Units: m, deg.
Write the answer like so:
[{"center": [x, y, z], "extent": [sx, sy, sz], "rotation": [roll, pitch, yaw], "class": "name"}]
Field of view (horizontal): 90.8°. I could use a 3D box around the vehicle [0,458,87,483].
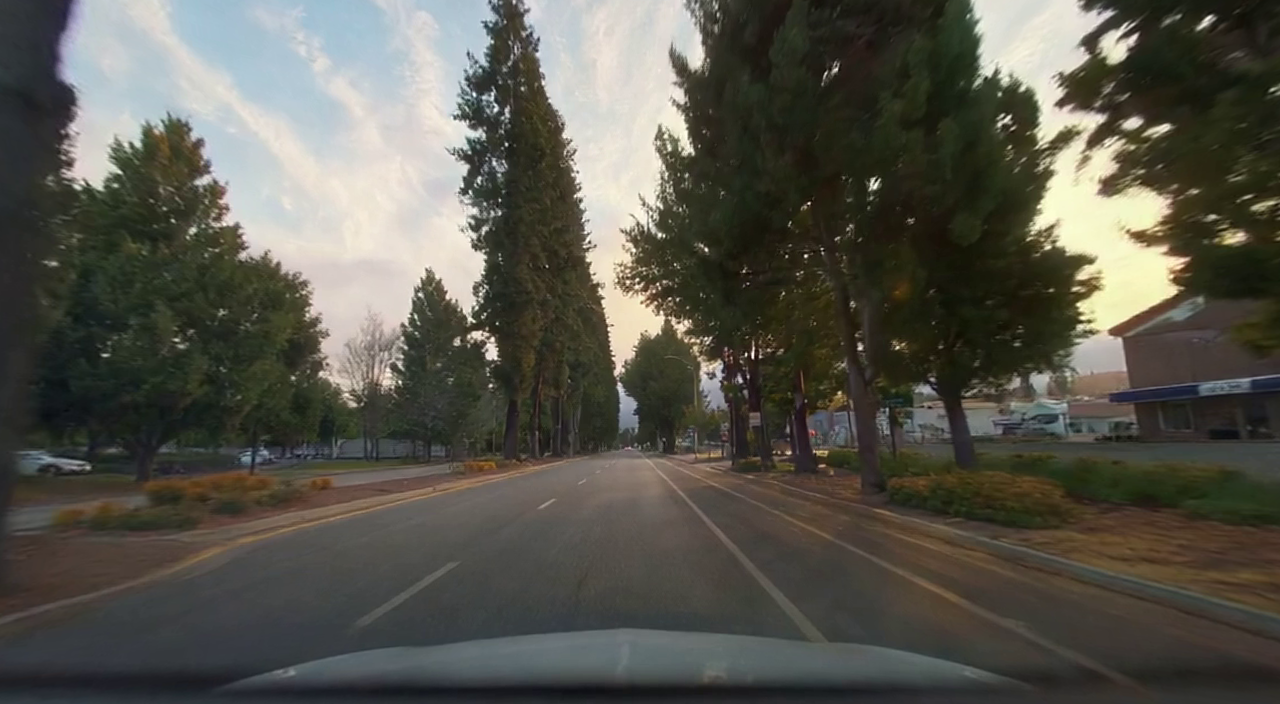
[{"center": [-37.677, 7.371, 39.505], "extent": [4.424, 1.468, 1.887], "rotation": [0, -8, 1], "class": "vehicle"}]
